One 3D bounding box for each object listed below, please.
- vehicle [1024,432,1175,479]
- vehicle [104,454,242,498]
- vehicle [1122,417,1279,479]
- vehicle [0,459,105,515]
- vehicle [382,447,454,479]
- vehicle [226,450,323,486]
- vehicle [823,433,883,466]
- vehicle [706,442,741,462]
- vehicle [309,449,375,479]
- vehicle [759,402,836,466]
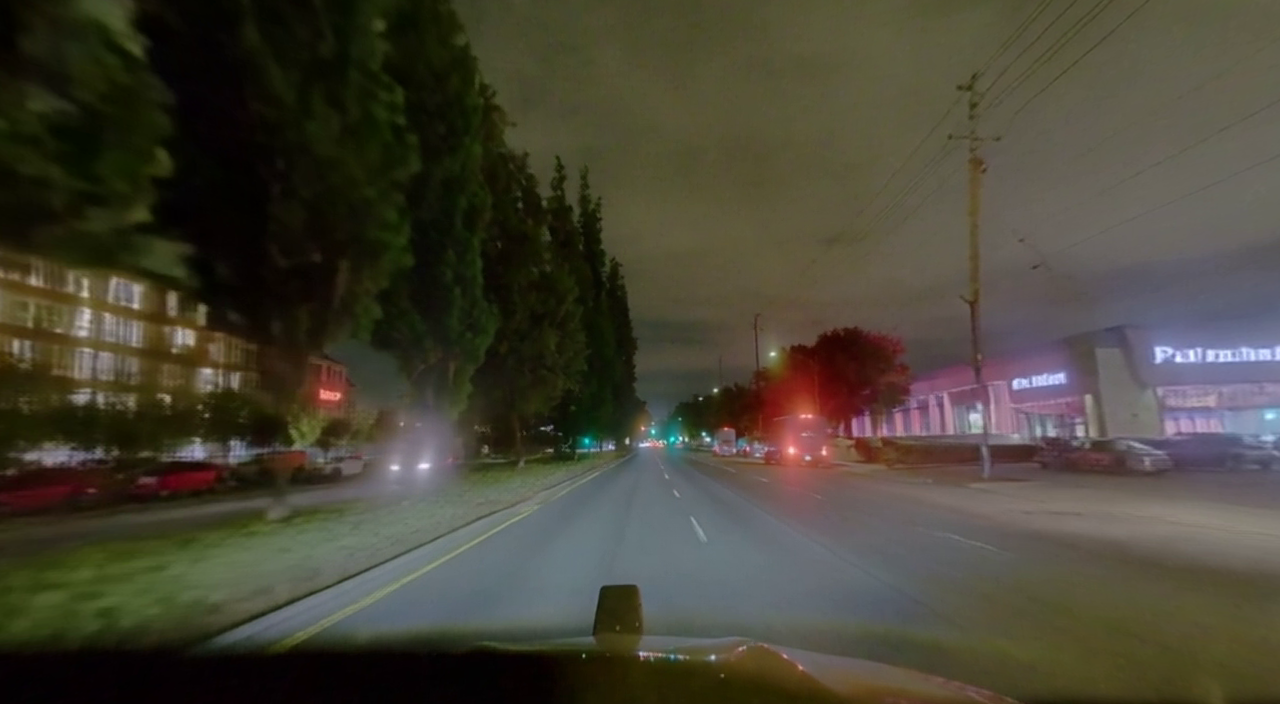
[{"bbox_3d":[19.587,4.421,27.360,1.979,1.787,5.366,1,-8,-8],"label":"vehicle"},{"bbox_3d":[-18.624,4.926,25.516,1.787,1.482,4.645,-1,-8,4],"label":"vehicle"},{"bbox_3d":[18.084,2.961,19.553,1.939,1.680,4.668,2,-9,-15],"label":"vehicle"},{"bbox_3d":[-18.918,3.985,18.743,1.890,1.468,4.727,-1,-8,1],"label":"vehicle"},{"bbox_3d":[-10.914,5.452,31.419,1.973,1.442,4.241,-1,-8,2],"label":"vehicle"},{"bbox_3d":[-17.987,5.723,31.397,1.803,1.476,4.590,-2,-8,5],"label":"vehicle"},{"bbox_3d":[14.244,6.561,42.690,2.203,2.052,5.314,-1,-8,0],"label":"vehicle"},{"bbox_3d":[6.246,7.493,47.542,1.972,1.417,4.239,0,-8,-1],"label":"vehicle"},{"bbox_3d":[-17.513,6.546,37.318,1.772,1.480,4.499,-2,-8,-1],"label":"vehicle"},{"bbox_3d":[10.302,5.580,42.443,2.879,3.765,8.904,-1,-8,1],"label":"vehicle"}]
